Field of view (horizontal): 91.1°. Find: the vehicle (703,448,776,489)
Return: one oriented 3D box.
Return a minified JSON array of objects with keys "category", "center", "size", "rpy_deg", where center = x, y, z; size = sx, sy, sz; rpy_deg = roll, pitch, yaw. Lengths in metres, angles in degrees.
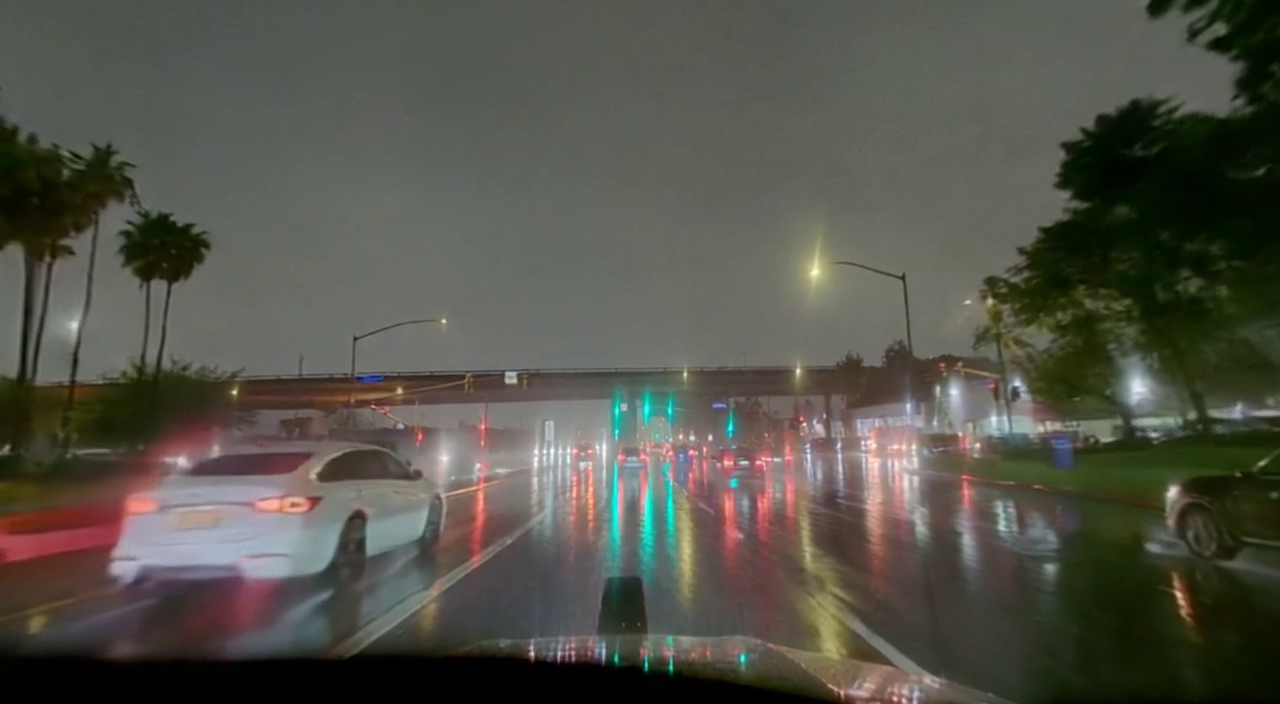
[{"category":"vehicle","center":[3.787,4.512,24.690],"size":[2.156,1.404,4.120],"rpy_deg":[0,-8,-1]}]

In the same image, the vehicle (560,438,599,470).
[{"category":"vehicle","center":[-4.112,6.993,43.195],"size":[2.485,2.012,5.498],"rpy_deg":[1,-8,-4]}]

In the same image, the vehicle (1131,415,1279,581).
[{"category":"vehicle","center":[7.380,1.426,6.016],"size":[1.964,1.647,4.114],"rpy_deg":[0,-8,0]}]

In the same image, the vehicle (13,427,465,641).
[{"category":"vehicle","center":[-3.433,1.607,6.569],"size":[2.111,1.506,4.018],"rpy_deg":[0,-8,-1]}]

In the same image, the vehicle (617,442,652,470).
[{"category":"vehicle","center":[-0.351,6.793,41.090],"size":[2.172,1.694,4.055],"rpy_deg":[0,-8,0]}]
